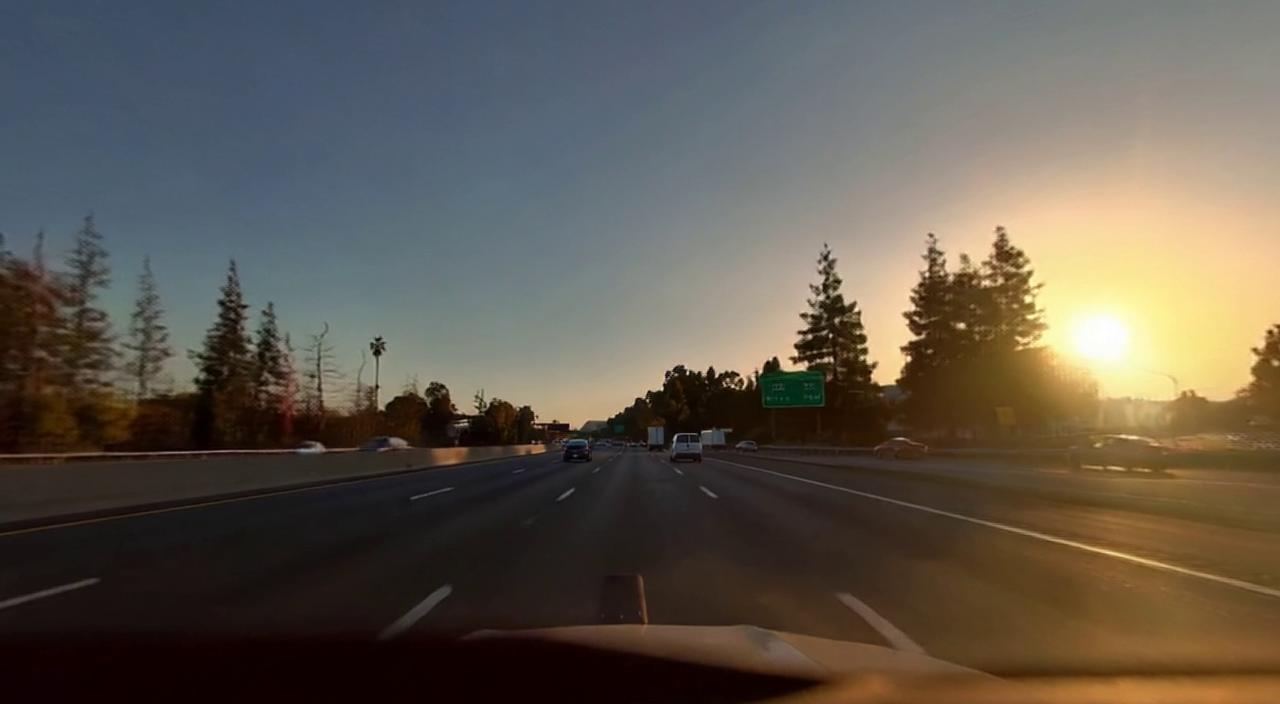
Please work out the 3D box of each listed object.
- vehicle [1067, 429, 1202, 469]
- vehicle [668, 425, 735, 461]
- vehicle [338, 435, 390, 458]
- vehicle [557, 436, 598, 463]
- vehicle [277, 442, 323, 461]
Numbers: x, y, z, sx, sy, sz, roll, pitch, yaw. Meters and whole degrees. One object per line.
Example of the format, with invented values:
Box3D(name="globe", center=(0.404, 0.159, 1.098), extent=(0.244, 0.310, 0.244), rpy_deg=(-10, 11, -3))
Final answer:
Box3D(name="vehicle", center=(25.588, 5.055, 32.815), extent=(2.139, 1.881, 5.005), rpy_deg=(4, -9, -22))
Box3D(name="vehicle", center=(3.800, 6.230, 43.001), extent=(3.042, 2.004, 14.051), rpy_deg=(0, -8, -1))
Box3D(name="vehicle", center=(-17.861, 6.128, 40.872), extent=(1.696, 1.425, 3.560), rpy_deg=(0, -8, 0))
Box3D(name="vehicle", center=(-3.698, 5.868, 37.969), extent=(2.066, 1.500, 4.415), rpy_deg=(0, -8, 0))
Box3D(name="vehicle", center=(-24.944, 7.285, 46.249), extent=(1.467, 1.343, 3.337), rpy_deg=(0, -9, 0))
